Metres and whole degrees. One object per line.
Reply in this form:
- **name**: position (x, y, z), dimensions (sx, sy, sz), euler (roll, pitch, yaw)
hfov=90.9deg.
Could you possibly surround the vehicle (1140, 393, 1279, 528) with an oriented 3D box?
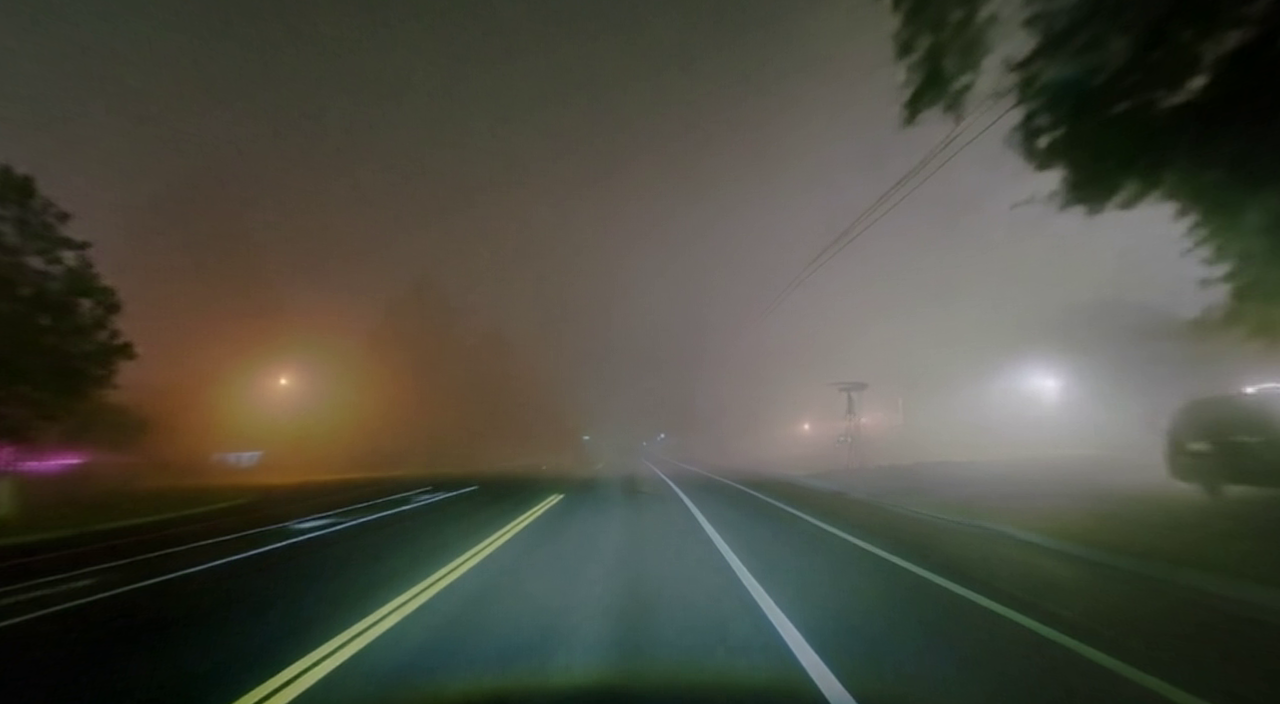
- **vehicle**: position (11.301, 1.683, 10.236), dimensions (4.382, 1.963, 2.148), euler (-1, -7, 3)
